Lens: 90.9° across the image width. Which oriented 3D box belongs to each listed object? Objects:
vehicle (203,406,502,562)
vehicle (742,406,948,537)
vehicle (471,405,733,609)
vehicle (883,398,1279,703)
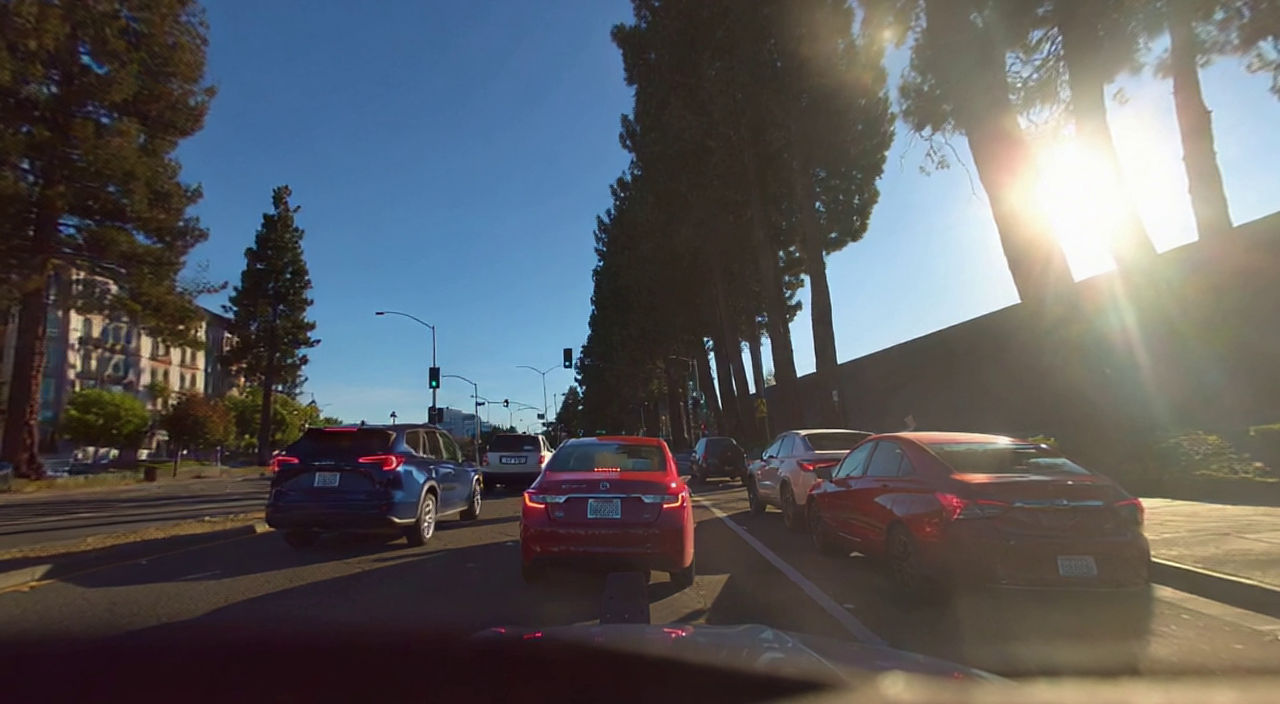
[{"bbox_3d":[-3.748,1.830,9.507,2.141,1.718,4.809,0,-8,1],"label":"vehicle"},{"bbox_3d":[3.345,2.083,11.530,2.117,1.879,4.715,0,-8,-1],"label":"vehicle"},{"bbox_3d":[-0.353,1.586,7.412,2.114,1.631,4.459,0,-8,-1],"label":"vehicle"},{"bbox_3d":[3.248,1.075,3.399,2.045,1.459,4.462,0,-8,-1],"label":"vehicle"}]
